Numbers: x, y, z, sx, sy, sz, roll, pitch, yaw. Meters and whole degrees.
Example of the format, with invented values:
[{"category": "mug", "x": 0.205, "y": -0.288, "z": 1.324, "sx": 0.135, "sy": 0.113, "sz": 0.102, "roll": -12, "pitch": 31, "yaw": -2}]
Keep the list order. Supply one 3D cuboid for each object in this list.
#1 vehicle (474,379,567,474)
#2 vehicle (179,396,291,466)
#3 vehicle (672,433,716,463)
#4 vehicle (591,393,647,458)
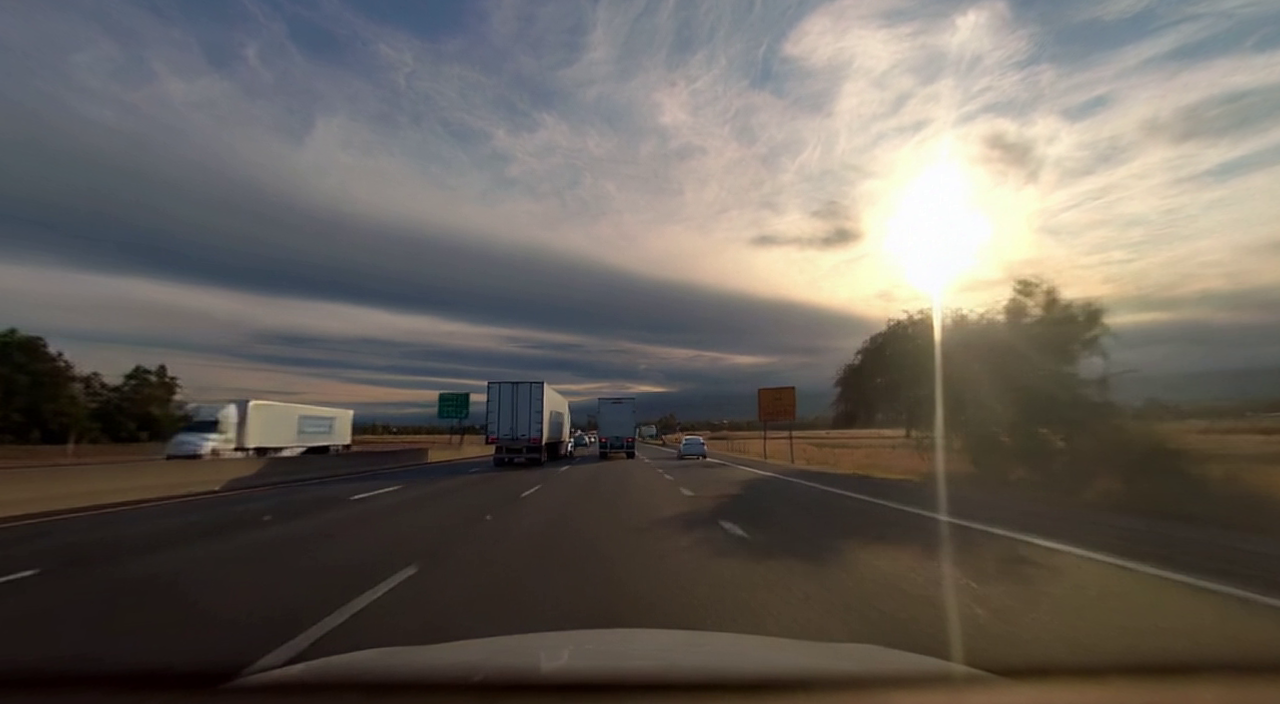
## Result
[{"category": "vehicle", "x": -4.701, "y": 3.167, "z": 26.279, "sx": 2.728, "sy": 3.405, "sz": 7.096, "roll": 0, "pitch": -8, "yaw": -2}, {"category": "vehicle", "x": -24.977, "y": 4.966, "z": 39.263, "sx": 2.978, "sy": 4.001, "sz": 5.854, "roll": 0, "pitch": -8, "yaw": -1}, {"category": "vehicle", "x": 2.815, "y": 5.098, "z": 33.575, "sx": 1.891, "sy": 1.477, "sz": 3.599, "roll": 0, "pitch": -8, "yaw": -3}, {"category": "vehicle", "x": -1.846, "y": 5.808, "z": 48.124, "sx": 3.475, "sy": 4.037, "sz": 17.454, "roll": 0, "pitch": -8, "yaw": -3}]
